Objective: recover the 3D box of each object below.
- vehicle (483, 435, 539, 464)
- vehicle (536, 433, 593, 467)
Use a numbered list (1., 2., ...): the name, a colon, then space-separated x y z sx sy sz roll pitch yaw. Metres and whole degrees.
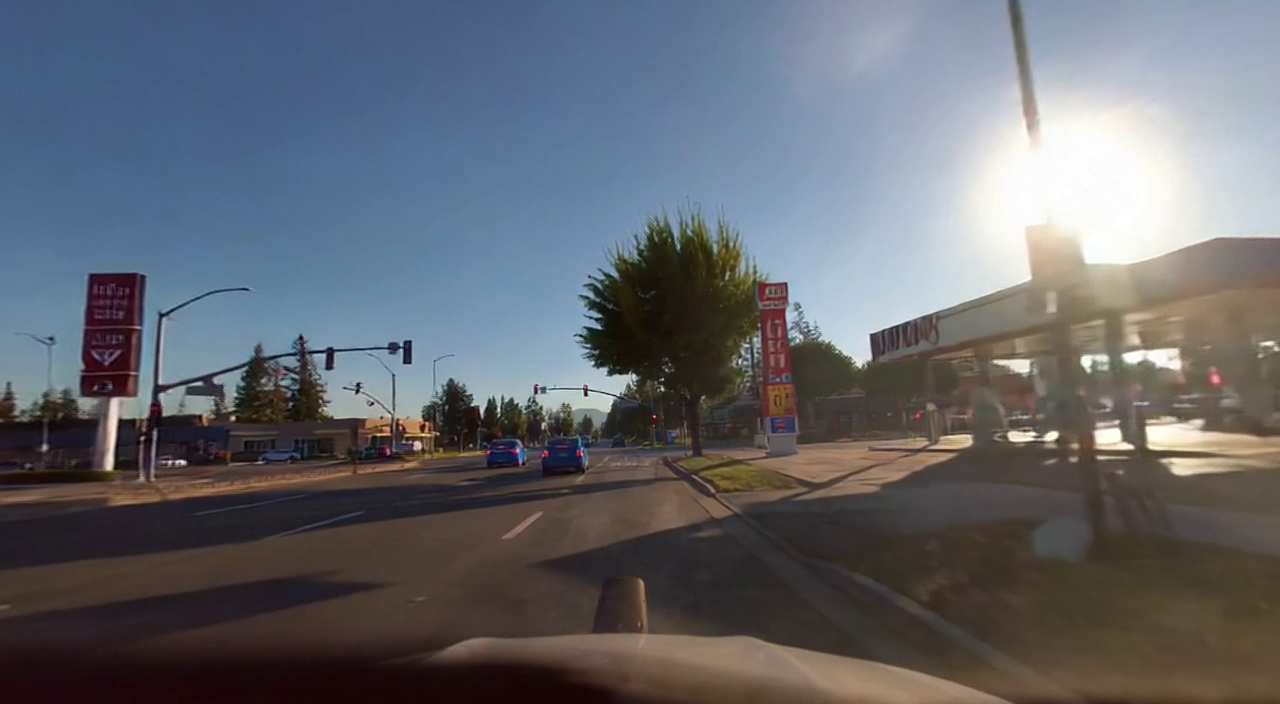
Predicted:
1. vehicle: -6.752 5.160 33.501 1.966 1.439 4.161 0 -8 2
2. vehicle: -3.450 4.596 29.835 2.054 1.449 4.772 0 -8 1
